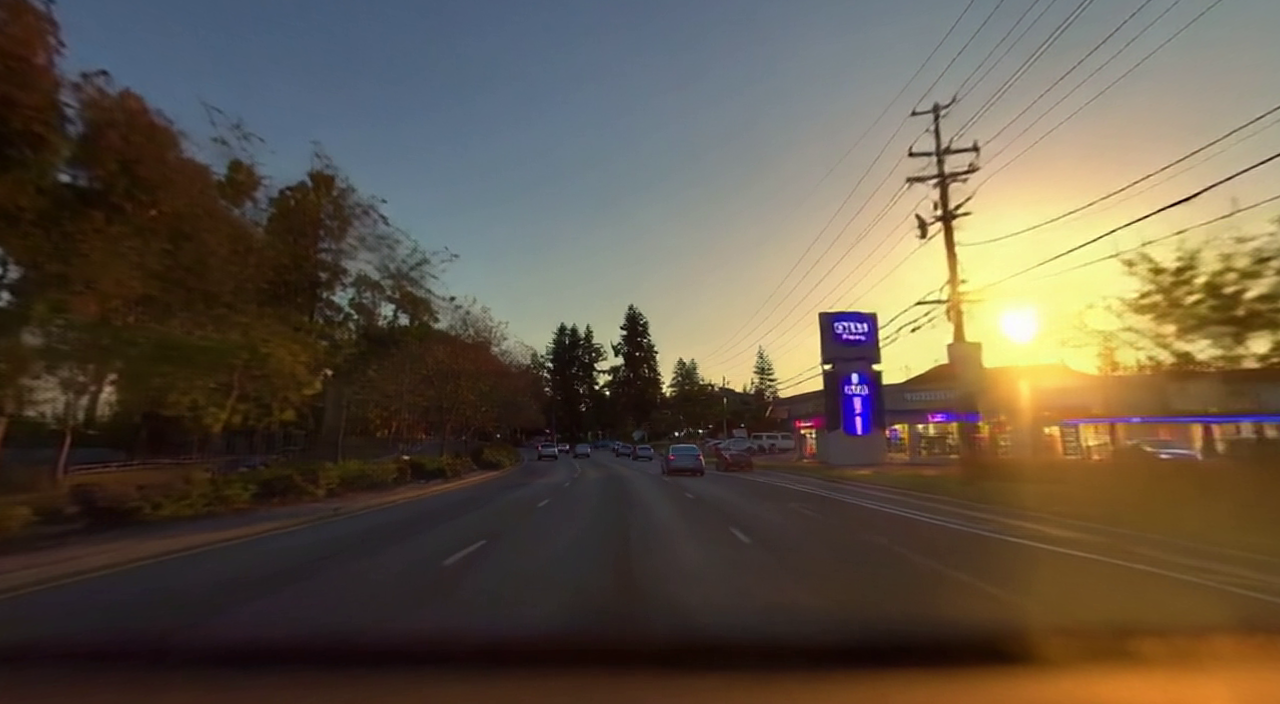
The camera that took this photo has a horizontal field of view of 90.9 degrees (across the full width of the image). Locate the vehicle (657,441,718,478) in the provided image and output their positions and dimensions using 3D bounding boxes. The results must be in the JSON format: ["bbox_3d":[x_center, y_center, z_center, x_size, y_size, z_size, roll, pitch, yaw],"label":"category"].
[{"bbox_3d":[2.017,4.739,28.107,2.130,1.476,4.453,1,-8,-3],"label":"vehicle"}]

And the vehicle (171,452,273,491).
[{"bbox_3d":[-20.519,5.835,31.259,2.005,1.713,4.648,0,-8,-3],"label":"vehicle"}]

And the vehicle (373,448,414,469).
[{"bbox_3d":[-19.500,8.422,49.981,1.873,1.507,4.204,1,-8,-5],"label":"vehicle"}]
